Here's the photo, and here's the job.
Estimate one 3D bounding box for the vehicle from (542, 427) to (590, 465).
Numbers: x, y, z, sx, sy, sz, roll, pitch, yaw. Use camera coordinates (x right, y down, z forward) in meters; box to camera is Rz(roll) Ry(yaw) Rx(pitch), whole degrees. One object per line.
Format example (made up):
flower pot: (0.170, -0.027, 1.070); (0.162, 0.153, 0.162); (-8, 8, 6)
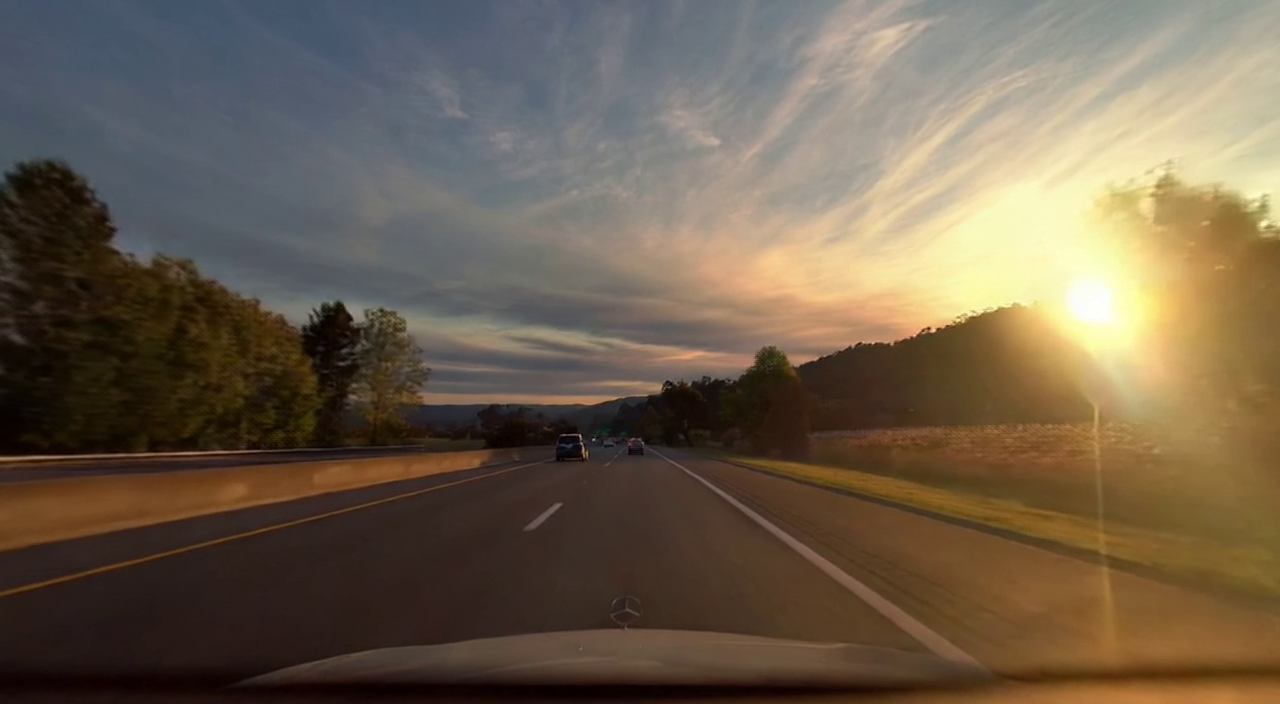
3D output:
vehicle: (-4.197, 5.457, 36.675); (2.241, 2.034, 4.890); (0, -8, 0)
